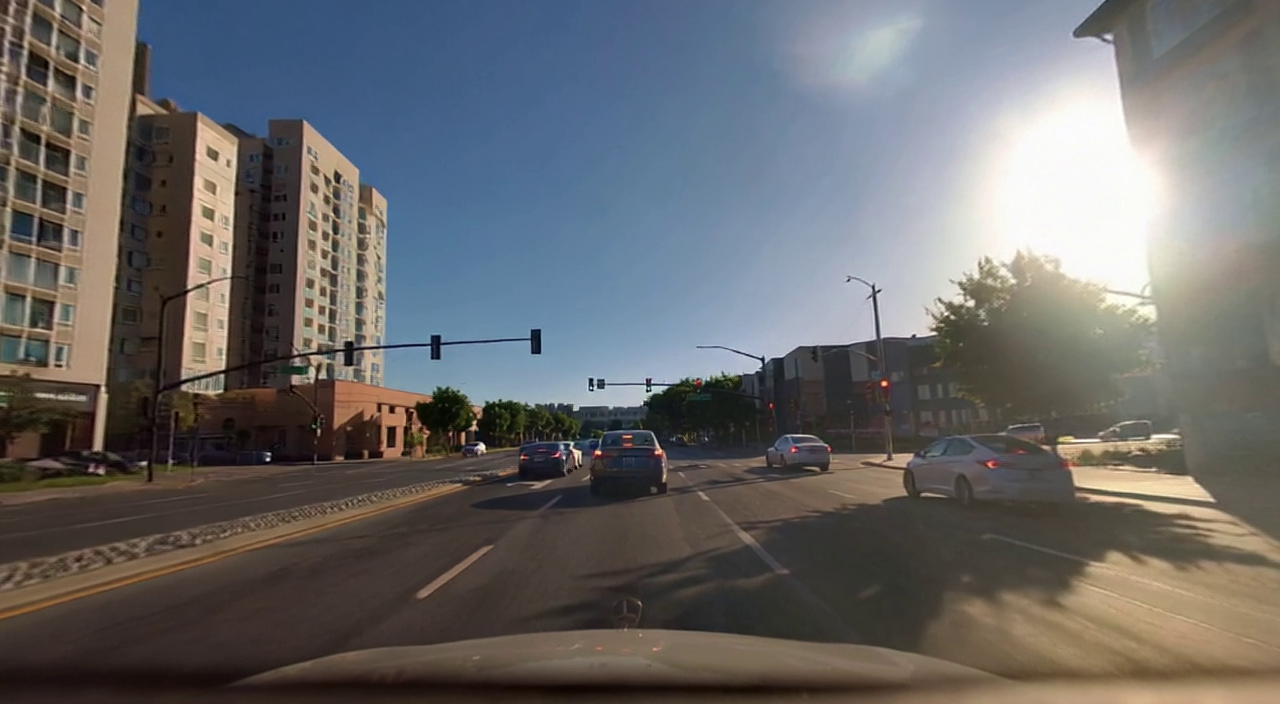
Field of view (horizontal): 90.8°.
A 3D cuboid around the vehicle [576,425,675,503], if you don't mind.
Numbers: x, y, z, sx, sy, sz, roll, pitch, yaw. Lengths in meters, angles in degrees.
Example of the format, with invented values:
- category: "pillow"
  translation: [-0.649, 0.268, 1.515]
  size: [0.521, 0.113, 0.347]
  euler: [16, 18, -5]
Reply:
- category: "vehicle"
  translation: [-0.299, 2.605, 15.031]
  size: [2.032, 1.593, 3.896]
  euler: [0, -9, 0]

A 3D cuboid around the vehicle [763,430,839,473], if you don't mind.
- category: "vehicle"
  translation: [6.513, 4.108, 26.105]
  size: [1.963, 1.611, 4.359]
  euler: [0, -9, -1]

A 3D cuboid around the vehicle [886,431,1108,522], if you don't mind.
- category: "vehicle"
  translation: [6.453, 2.281, 12.095]
  size: [1.768, 1.417, 4.213]
  euler: [0, -9, 0]
